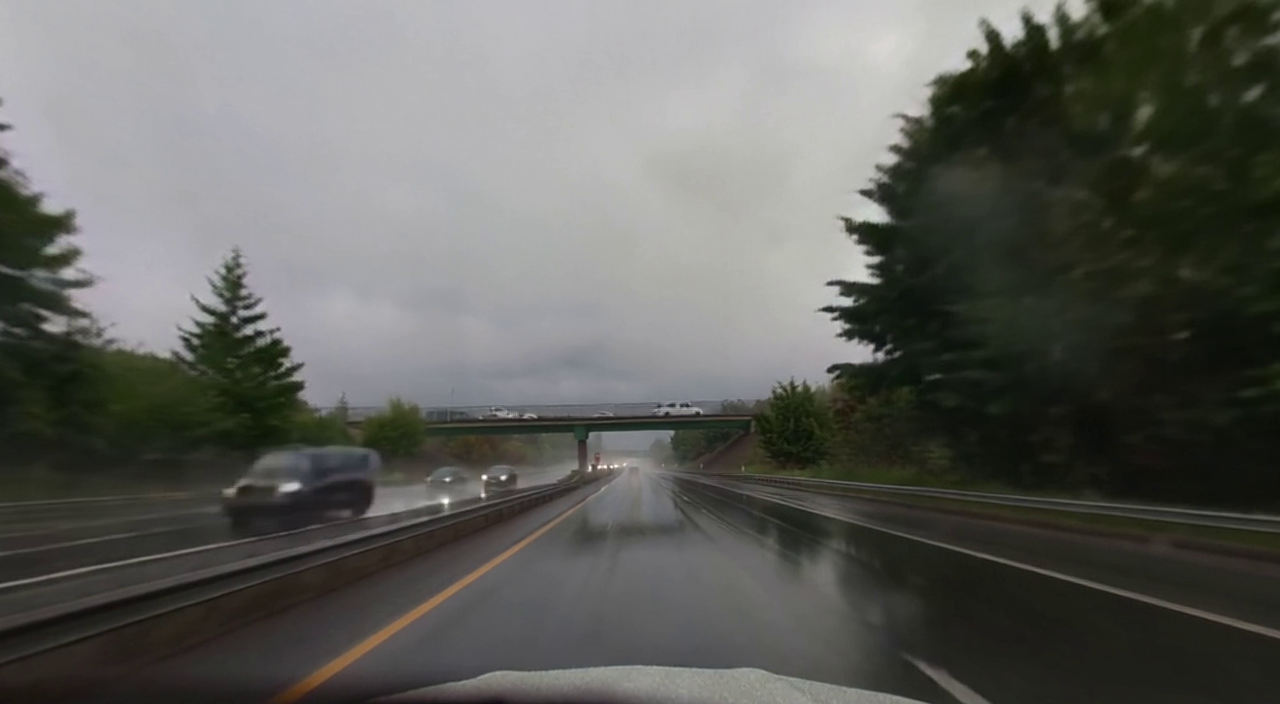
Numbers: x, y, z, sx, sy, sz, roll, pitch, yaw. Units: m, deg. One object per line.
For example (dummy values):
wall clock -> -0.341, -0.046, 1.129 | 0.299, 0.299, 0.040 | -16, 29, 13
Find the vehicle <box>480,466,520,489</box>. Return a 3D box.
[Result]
vehicle -> -9.584, 8.604, 43.176 | 1.827, 1.492, 3.722 | 1, -10, 1

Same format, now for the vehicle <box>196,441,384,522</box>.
vehicle -> -9.117, 3.450, 17.022 | 2.250, 1.825, 4.768 | 1, -10, 0

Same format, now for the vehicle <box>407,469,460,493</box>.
vehicle -> -13.607, 8.494, 41.646 | 1.921, 1.467, 4.670 | 1, -10, 0
